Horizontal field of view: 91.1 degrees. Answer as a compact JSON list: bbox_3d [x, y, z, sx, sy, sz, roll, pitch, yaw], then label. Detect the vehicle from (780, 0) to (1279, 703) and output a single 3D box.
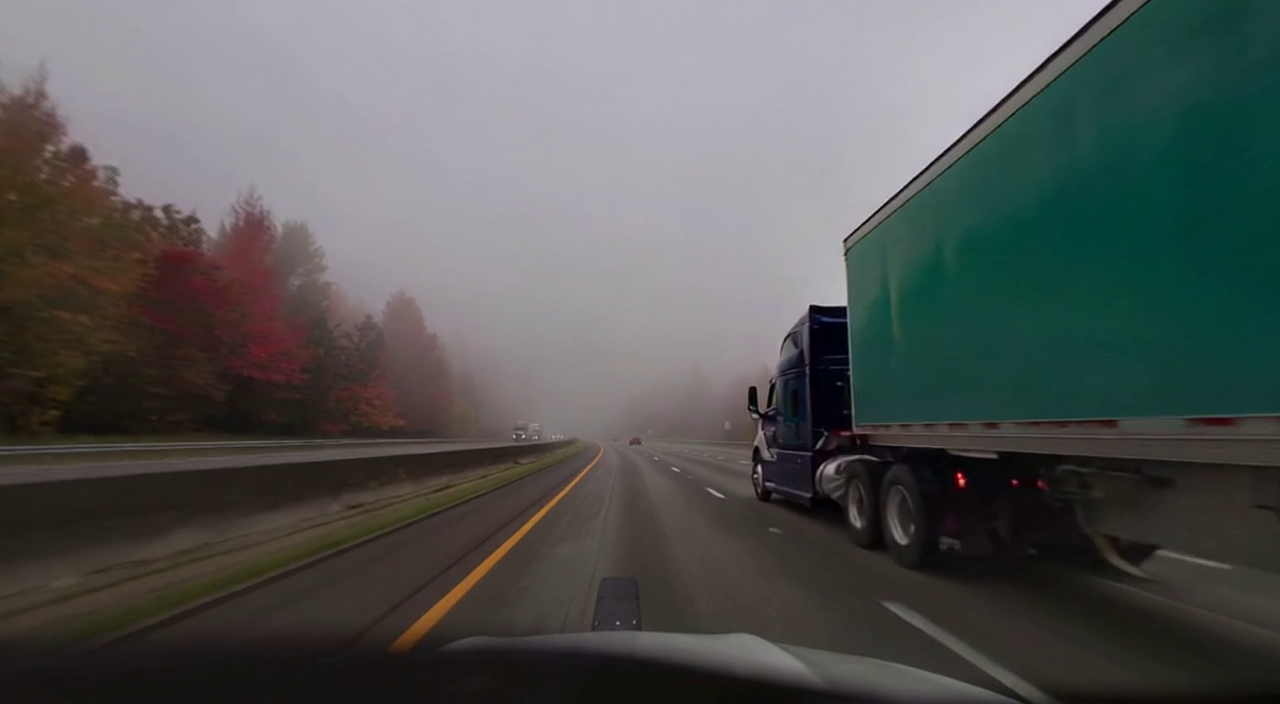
[{"bbox_3d":[3.757,-0.363,3.034,2.926,4.008,14.104,0,-8,0],"label":"vehicle"}]
